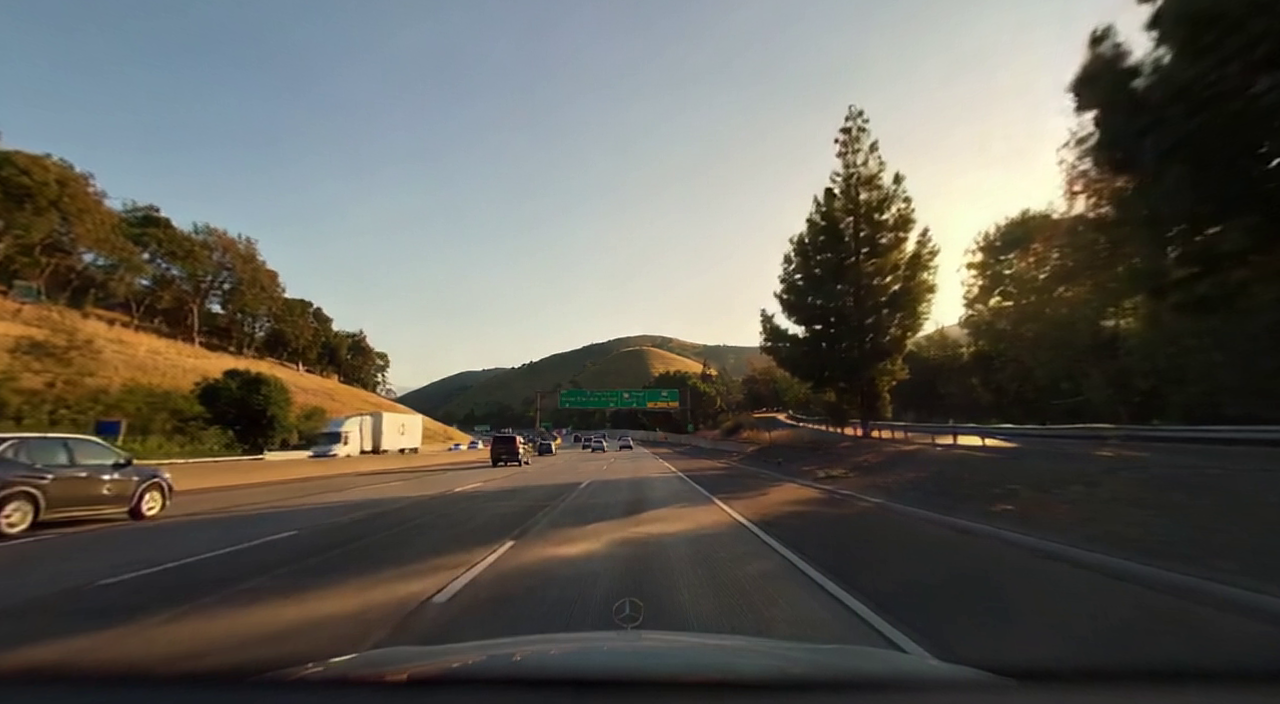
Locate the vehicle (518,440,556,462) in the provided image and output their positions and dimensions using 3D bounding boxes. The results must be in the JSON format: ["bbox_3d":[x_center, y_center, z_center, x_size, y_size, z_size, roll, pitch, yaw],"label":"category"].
[{"bbox_3d":[-7.560,7.339,46.563,2.113,1.507,4.450,0,-9,0],"label":"vehicle"}]

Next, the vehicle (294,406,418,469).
[{"bbox_3d":[-18.216,5.739,41.584,3.018,3.568,11.385,0,-9,-1],"label":"vehicle"}]

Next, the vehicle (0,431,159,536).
[{"bbox_3d":[-11.003,2.199,10.689,2.001,1.625,4.528,0,-9,0],"label":"vehicle"}]
